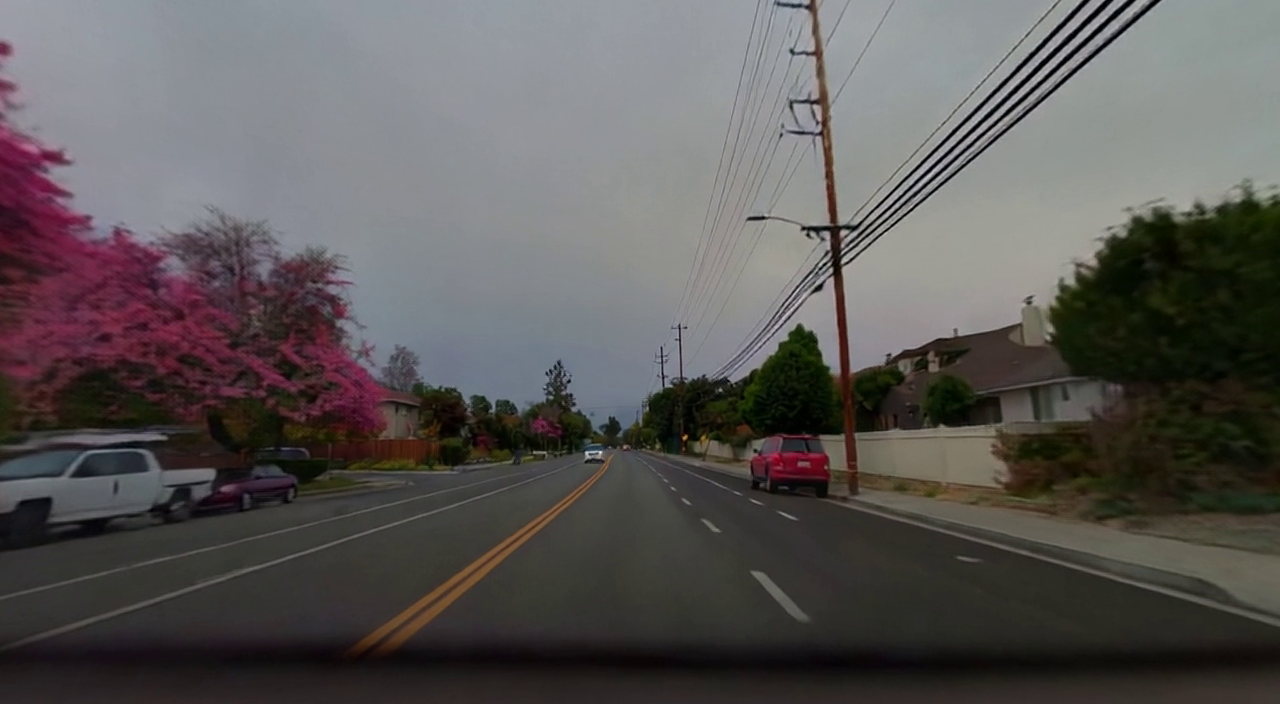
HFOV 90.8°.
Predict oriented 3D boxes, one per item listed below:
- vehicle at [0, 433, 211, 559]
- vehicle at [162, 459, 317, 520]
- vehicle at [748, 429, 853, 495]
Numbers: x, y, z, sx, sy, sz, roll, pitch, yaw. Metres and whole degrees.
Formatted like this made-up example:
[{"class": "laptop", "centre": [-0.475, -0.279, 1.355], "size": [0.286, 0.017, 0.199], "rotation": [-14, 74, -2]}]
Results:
[{"class": "vehicle", "centre": [-12.936, 3.050, 14.389], "size": [2.331, 2.265, 5.888], "rotation": [-2, -7, -1]}, {"class": "vehicle", "centre": [-13.256, 4.534, 21.378], "size": [2.106, 1.606, 4.804], "rotation": [-2, -8, 0]}, {"class": "vehicle", "centre": [5.368, 3.766, 22.038], "size": [2.238, 1.995, 5.491], "rotation": [0, -9, 0]}]
